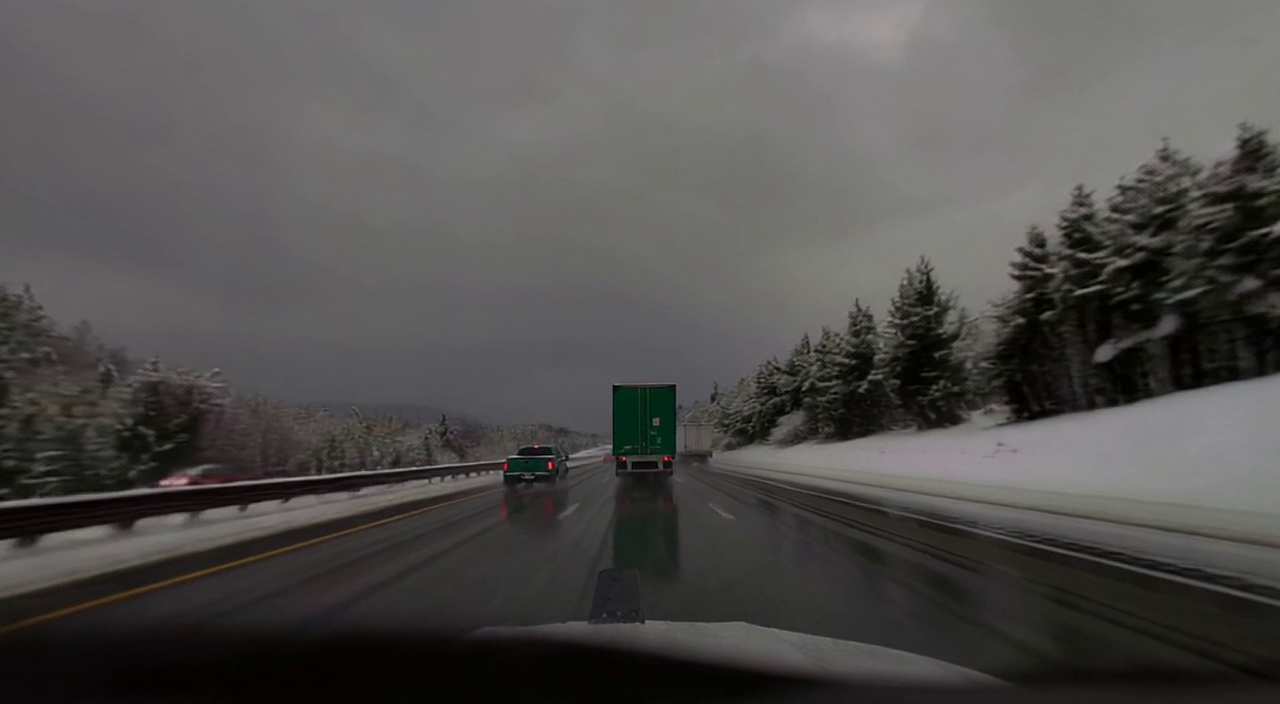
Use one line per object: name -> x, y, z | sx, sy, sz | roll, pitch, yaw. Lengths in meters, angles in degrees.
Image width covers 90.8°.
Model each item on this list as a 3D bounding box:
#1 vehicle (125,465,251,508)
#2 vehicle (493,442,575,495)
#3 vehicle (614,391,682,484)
vehicle -> -18.446, 5.479, 26.070 | 1.868, 1.514, 4.493 | 0, -9, 0
vehicle -> -3.610, 4.062, 22.367 | 2.173, 1.657, 4.401 | 0, -9, 0
vehicle -> 0.284, 4.568, 33.049 | 2.932, 4.042, 11.054 | 0, -9, -1
